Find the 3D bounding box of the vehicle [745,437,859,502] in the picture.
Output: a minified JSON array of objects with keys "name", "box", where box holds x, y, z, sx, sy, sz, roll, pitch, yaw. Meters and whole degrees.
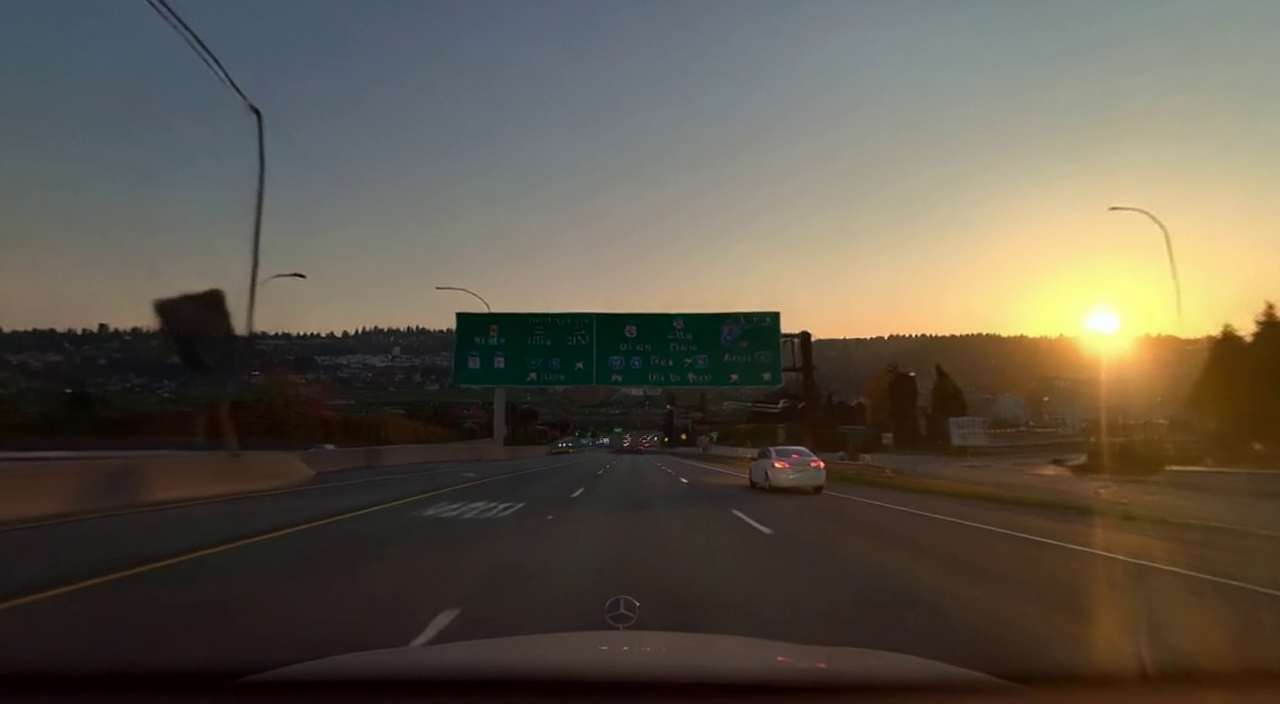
[{"name":"vehicle","box":[4.273,3.178,17.328,1.984,1.540,3.973,0,-9,-1]}]
